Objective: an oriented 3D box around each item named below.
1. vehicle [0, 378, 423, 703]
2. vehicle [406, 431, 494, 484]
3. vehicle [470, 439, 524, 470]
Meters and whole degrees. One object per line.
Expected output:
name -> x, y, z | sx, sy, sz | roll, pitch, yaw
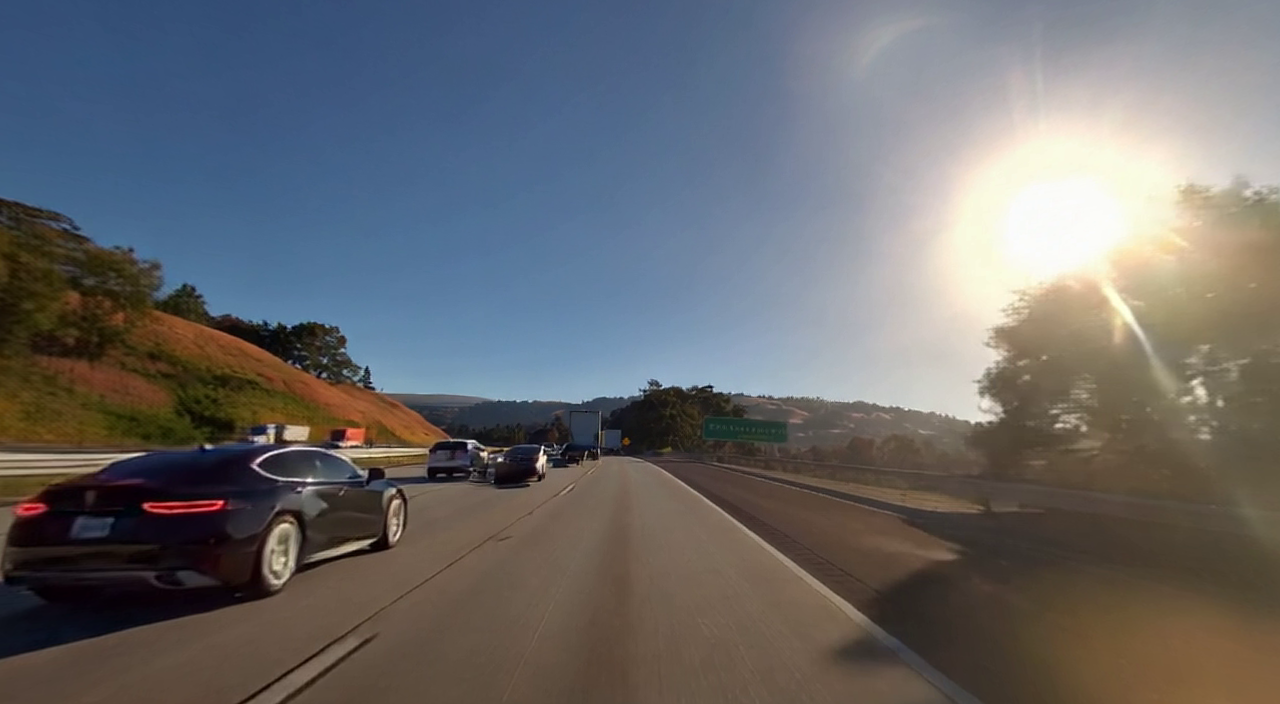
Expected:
vehicle -> -3.857, 1.321, 5.619 | 2.180, 1.685, 4.668 | 0, -9, 0
vehicle -> -6.823, 3.841, 23.100 | 2.081, 1.740, 4.268 | 1, -9, -3
vehicle -> -8.048, 5.807, 35.898 | 2.099, 1.644, 4.638 | 1, -9, -1
